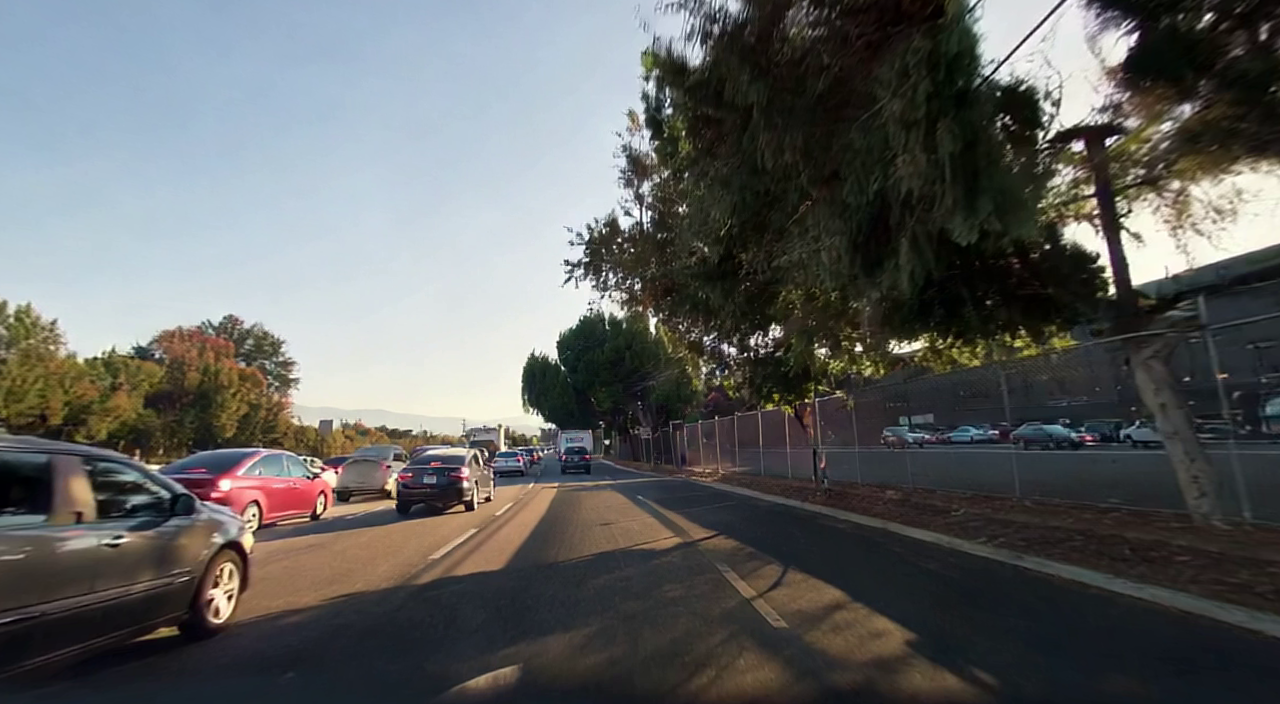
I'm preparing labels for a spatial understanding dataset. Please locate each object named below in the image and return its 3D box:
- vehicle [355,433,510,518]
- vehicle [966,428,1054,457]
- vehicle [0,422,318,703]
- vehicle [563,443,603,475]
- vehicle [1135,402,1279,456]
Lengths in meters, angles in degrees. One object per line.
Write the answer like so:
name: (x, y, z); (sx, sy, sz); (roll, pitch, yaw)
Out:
vehicle: (-4.672, 2.837, 15.117); (2.388, 1.692, 4.684); (1, -8, -4)
vehicle: (28.481, 6.984, 48.504); (5.535, 2.130, 2.145); (2, -9, -9)
vehicle: (-3.936, 1.145, 3.445); (1.946, 1.467, 4.653); (0, -8, -1)
vehicle: (-3.267, 6.003, 35.504); (2.055, 1.671, 4.147); (1, -9, -7)
vehicle: (37.133, 5.029, 40.958); (7.865, 3.323, 2.806); (1, -8, -9)
